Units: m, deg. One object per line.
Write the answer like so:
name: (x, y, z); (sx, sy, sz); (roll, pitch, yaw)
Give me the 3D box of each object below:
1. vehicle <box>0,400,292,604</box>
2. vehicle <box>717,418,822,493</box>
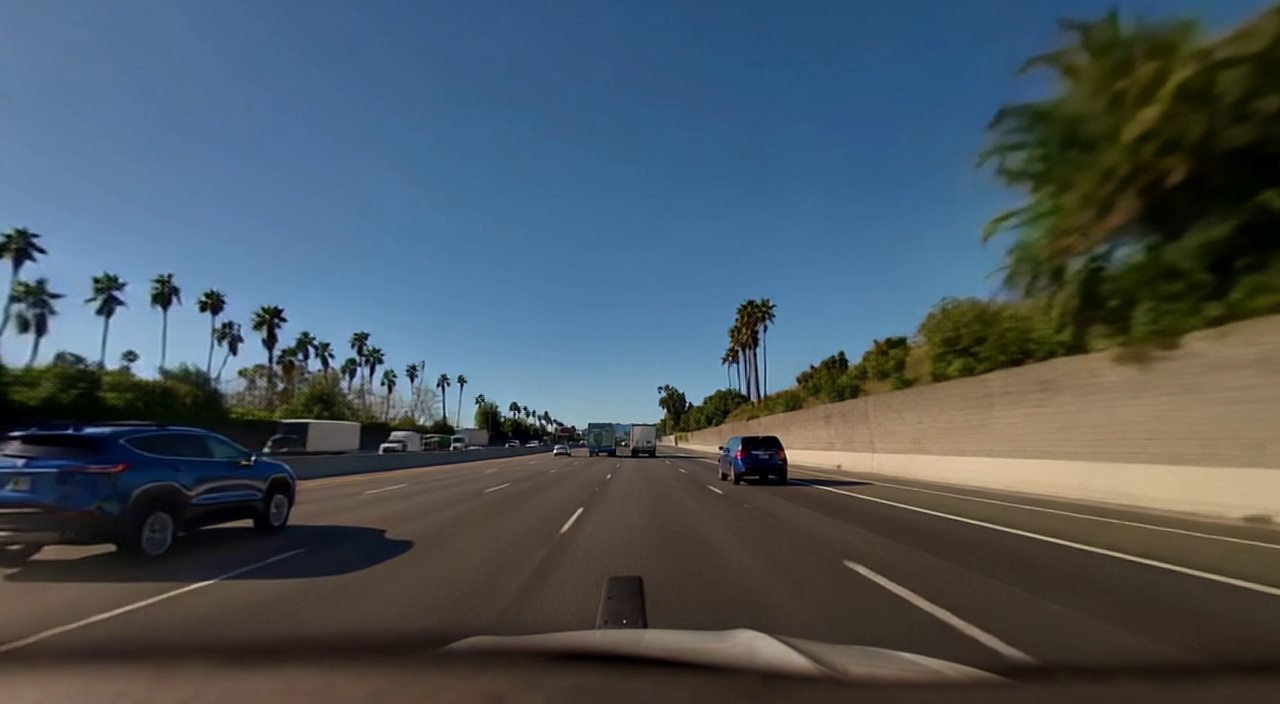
vehicle: (-6.763, 1.621, 7.638); (2.289, 1.774, 4.871); (0, -8, 0)
vehicle: (4.165, 3.436, 21.301); (2.408, 2.210, 4.999); (0, -8, -1)
